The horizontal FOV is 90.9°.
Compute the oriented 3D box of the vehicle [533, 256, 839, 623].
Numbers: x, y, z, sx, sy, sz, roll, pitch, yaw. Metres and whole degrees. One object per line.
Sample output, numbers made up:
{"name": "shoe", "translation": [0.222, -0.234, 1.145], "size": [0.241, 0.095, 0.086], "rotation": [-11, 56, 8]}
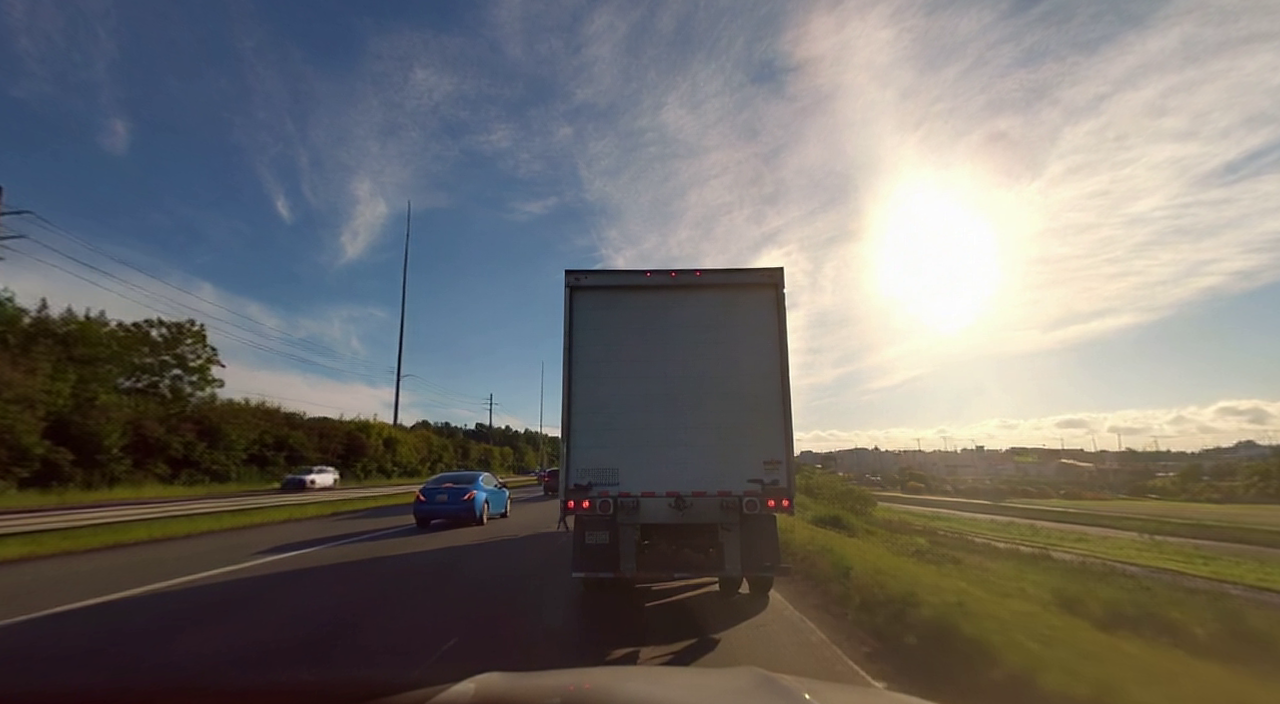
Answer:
{"name": "vehicle", "translation": [0.599, 1.545, 10.429], "size": [2.831, 3.529, 8.689], "rotation": [0, -11, 2]}

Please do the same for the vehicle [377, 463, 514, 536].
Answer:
{"name": "vehicle", "translation": [-4.486, 3.494, 15.355], "size": [1.891, 1.469, 4.431], "rotation": [1, -11, 0]}

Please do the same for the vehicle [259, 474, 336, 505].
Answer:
{"name": "vehicle", "translation": [-18.840, 7.555, 34.857], "size": [1.868, 1.579, 4.060], "rotation": [0, -11, 2]}
